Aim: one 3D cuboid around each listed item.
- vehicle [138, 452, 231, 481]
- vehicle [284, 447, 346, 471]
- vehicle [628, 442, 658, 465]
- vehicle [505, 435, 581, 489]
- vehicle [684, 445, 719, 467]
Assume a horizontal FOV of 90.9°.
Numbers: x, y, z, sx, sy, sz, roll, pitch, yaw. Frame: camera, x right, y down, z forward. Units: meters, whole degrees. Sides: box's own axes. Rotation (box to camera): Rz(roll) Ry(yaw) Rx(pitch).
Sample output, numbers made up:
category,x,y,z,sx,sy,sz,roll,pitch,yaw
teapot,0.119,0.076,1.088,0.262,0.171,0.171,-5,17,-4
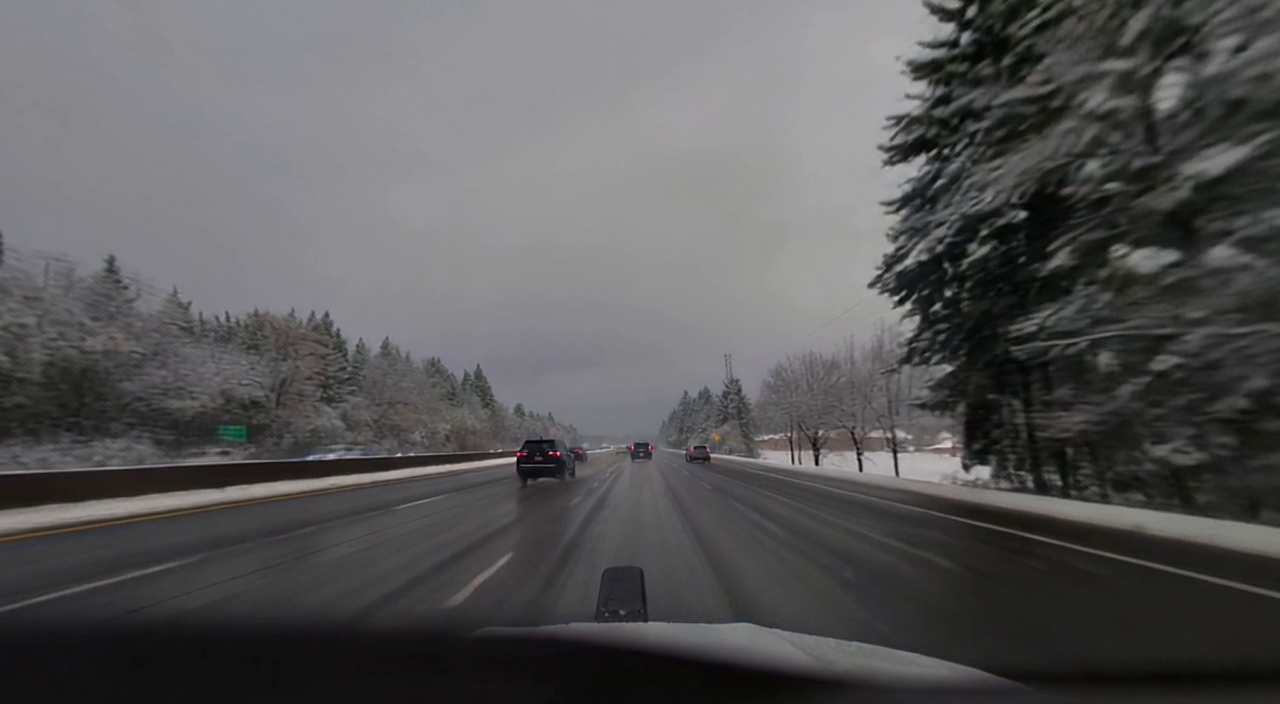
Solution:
category,x,y,z,sx,sy,sz,roll,pitch,yaw
vehicle,-25.422,6.376,35.433,1.903,1.461,4.454,0,-8,0
vehicle,-21.907,7.193,42.724,1.829,1.515,4.325,0,-8,0
vehicle,0.247,7.721,47.941,2.156,1.647,3.987,0,-8,0
vehicle,-3.290,3.810,22.198,1.961,1.704,4.052,0,-8,1
vehicle,4.254,7.283,44.380,1.964,1.479,4.252,0,-8,-1
